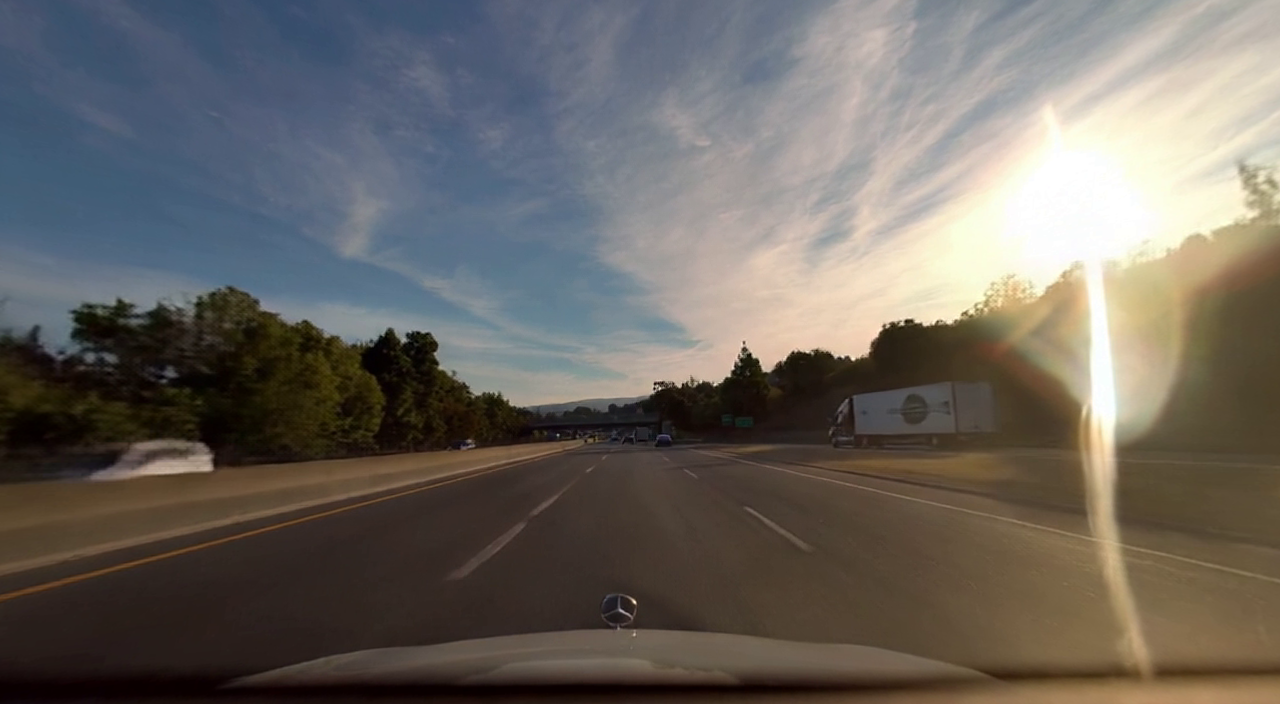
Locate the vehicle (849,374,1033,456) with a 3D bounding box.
[{"bbox_3d":[17.831,4.166,39.418,3.442,4.212,13.752,1,-8,-7],"label":"vehicle"}]
